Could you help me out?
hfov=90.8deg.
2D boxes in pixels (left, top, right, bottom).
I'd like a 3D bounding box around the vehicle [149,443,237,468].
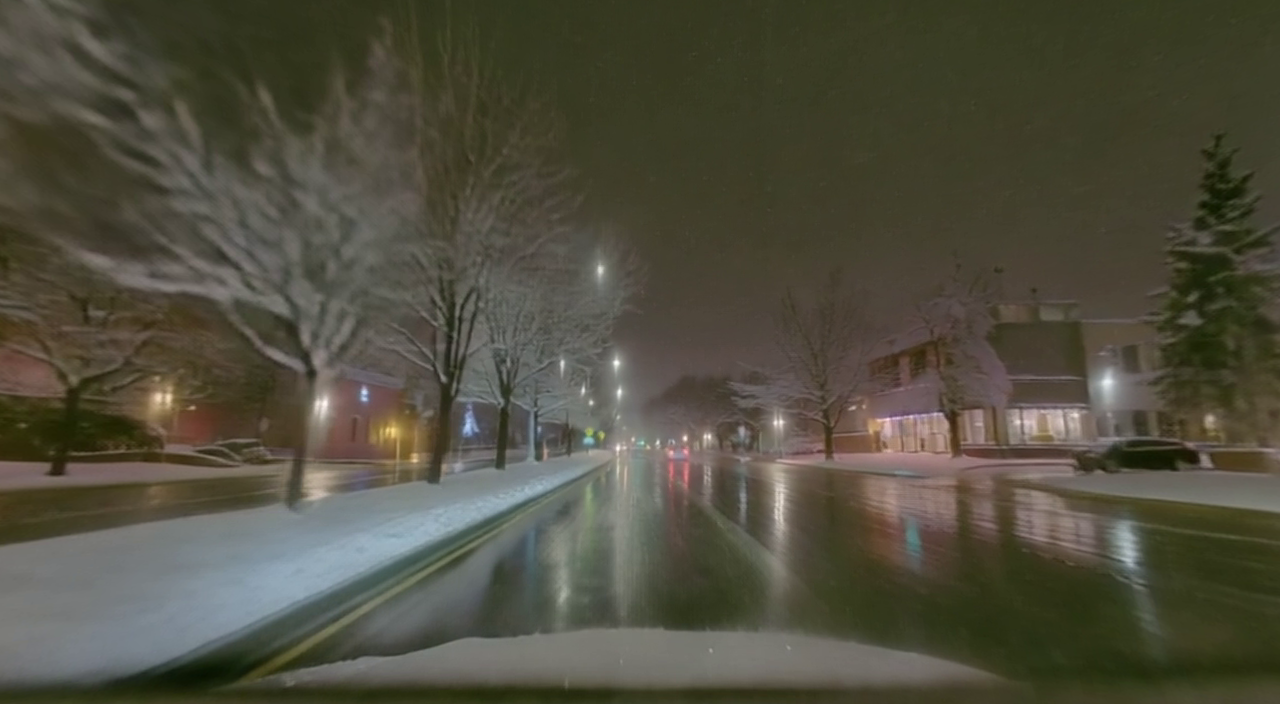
[{"bbox_3d":[-28.171,6.522,39.898,4.140,1.446,1.888,0,-8,-1],"label":"vehicle"}]
